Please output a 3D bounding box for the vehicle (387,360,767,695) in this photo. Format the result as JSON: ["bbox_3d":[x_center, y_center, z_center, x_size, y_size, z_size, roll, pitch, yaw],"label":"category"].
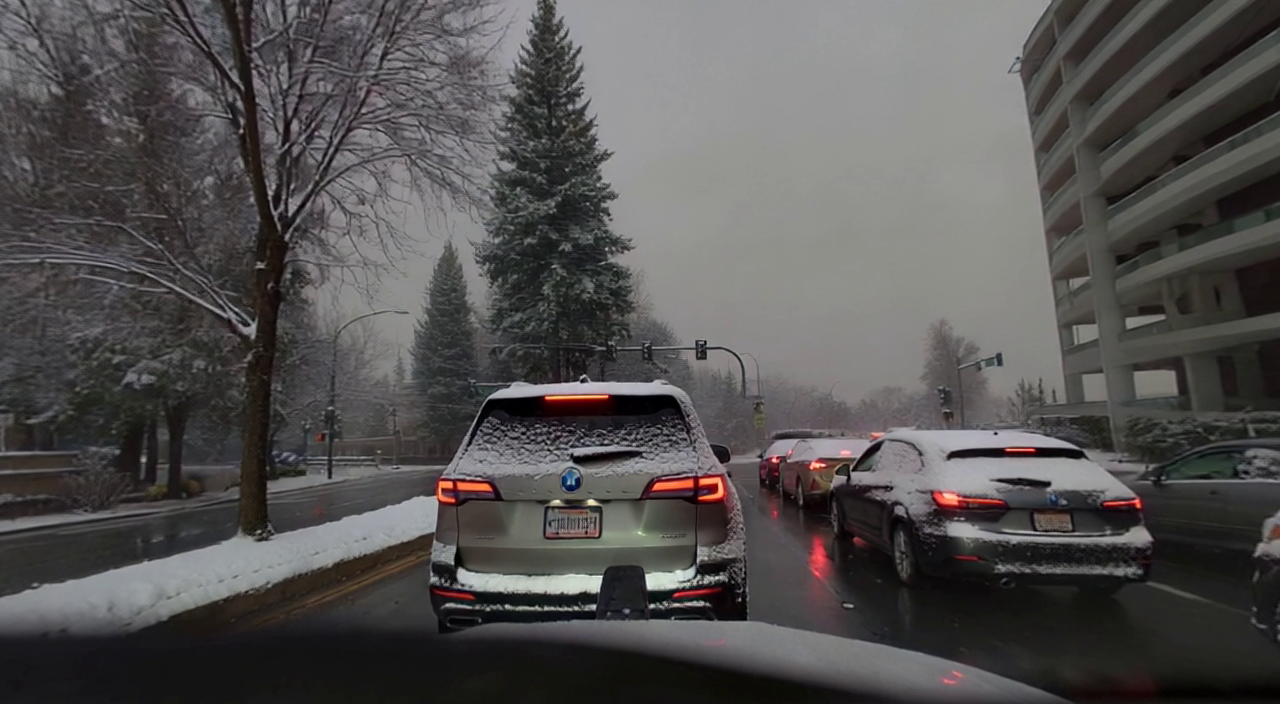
[{"bbox_3d":[-0.209,1.236,5.568,2.021,1.742,4.295,-1,-8,4],"label":"vehicle"}]

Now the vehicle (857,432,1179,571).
[{"bbox_3d":[4.902,1.965,9.180,1.963,1.480,4.553,0,-8,2],"label":"vehicle"}]

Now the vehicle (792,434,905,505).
[{"bbox_3d":[5.330,3.034,16.734,1.994,1.638,4.100,-1,-8,6],"label":"vehicle"}]

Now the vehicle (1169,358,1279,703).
[{"bbox_3d":[4.052,0.605,1.105,1.993,1.719,4.953,0,-8,1],"label":"vehicle"}]
